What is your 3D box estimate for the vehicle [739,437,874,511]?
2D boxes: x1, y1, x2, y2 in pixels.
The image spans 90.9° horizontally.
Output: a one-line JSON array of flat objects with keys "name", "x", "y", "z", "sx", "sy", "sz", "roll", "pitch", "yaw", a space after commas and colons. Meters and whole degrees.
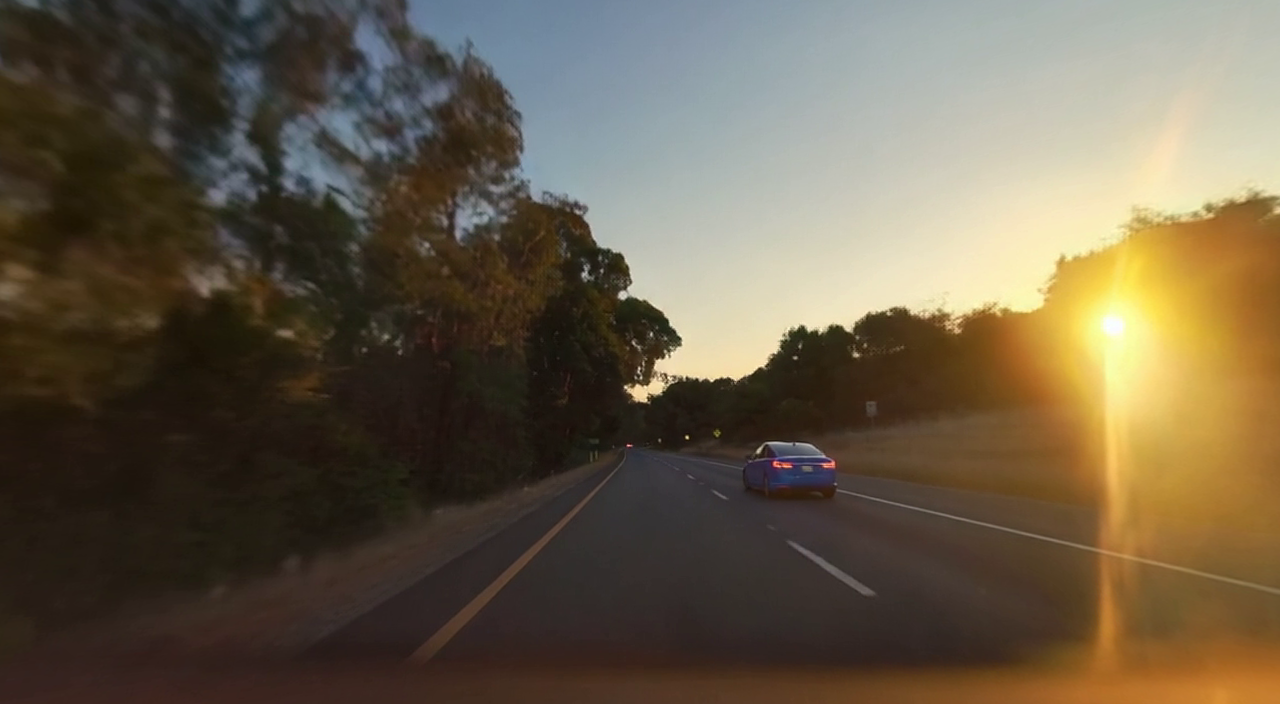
[{"name": "vehicle", "x": 3.742, "y": 2.824, "z": 15.134, "sx": 2.003, "sy": 1.466, "sz": 4.441, "roll": 0, "pitch": -8, "yaw": 0}]
